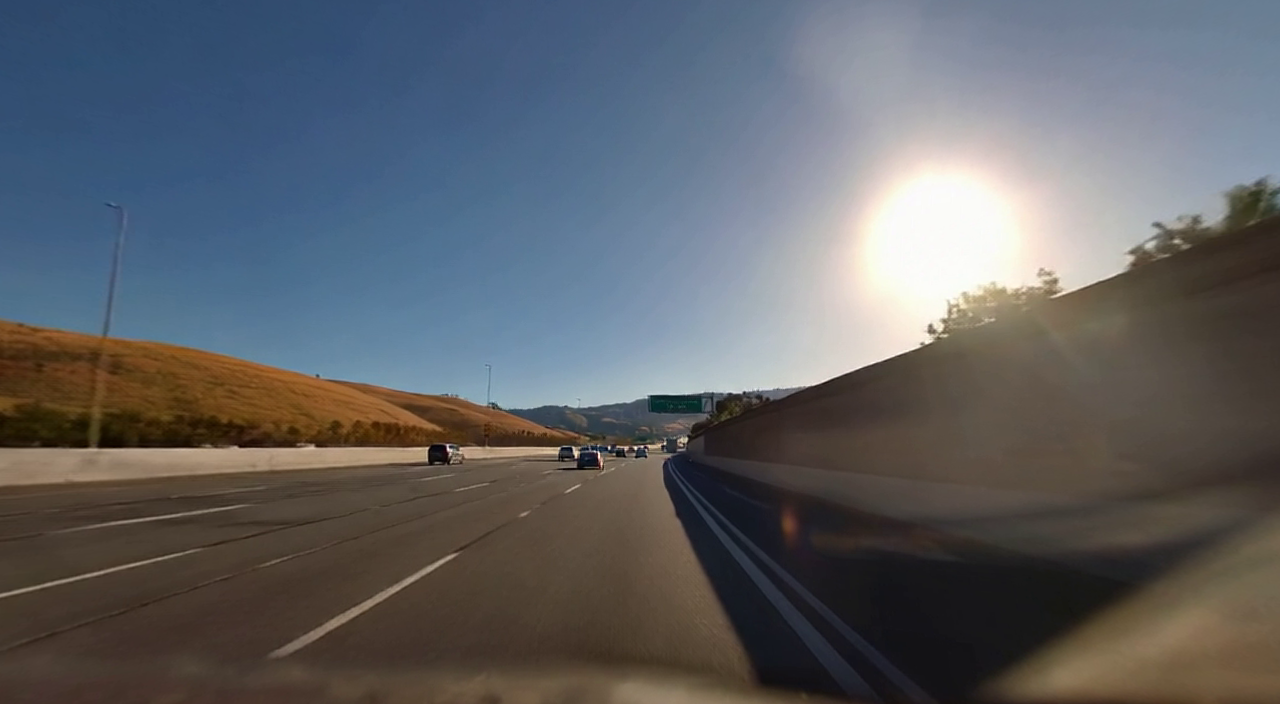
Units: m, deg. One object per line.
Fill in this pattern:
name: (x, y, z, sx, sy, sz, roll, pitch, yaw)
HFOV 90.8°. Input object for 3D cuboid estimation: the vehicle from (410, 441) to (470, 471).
vehicle: (-12.659, 6.595, 40.312, 2.076, 1.766, 4.831, 0, -9, 2)

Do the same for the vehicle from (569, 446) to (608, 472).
vehicle: (-3.146, 6.622, 39.155, 1.931, 1.492, 4.076, 0, -9, 2)
